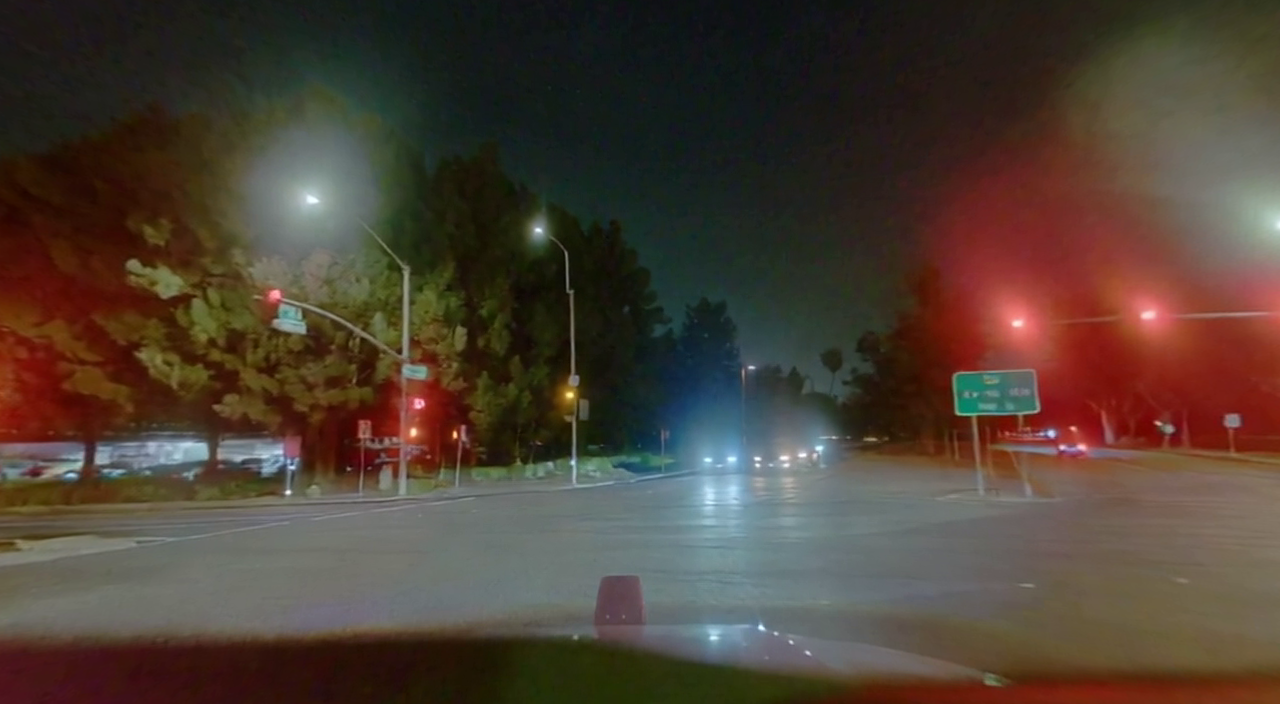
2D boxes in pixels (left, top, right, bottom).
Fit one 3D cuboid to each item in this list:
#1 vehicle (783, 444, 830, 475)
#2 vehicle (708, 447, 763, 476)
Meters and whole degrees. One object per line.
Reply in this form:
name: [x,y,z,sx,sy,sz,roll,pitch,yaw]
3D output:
vehicle: [9.247,5.876,34.731,1.920,1.546,4.086,-4,-9,22]
vehicle: [5.405,6.081,35.191,2.111,1.499,4.371,-3,-9,21]
